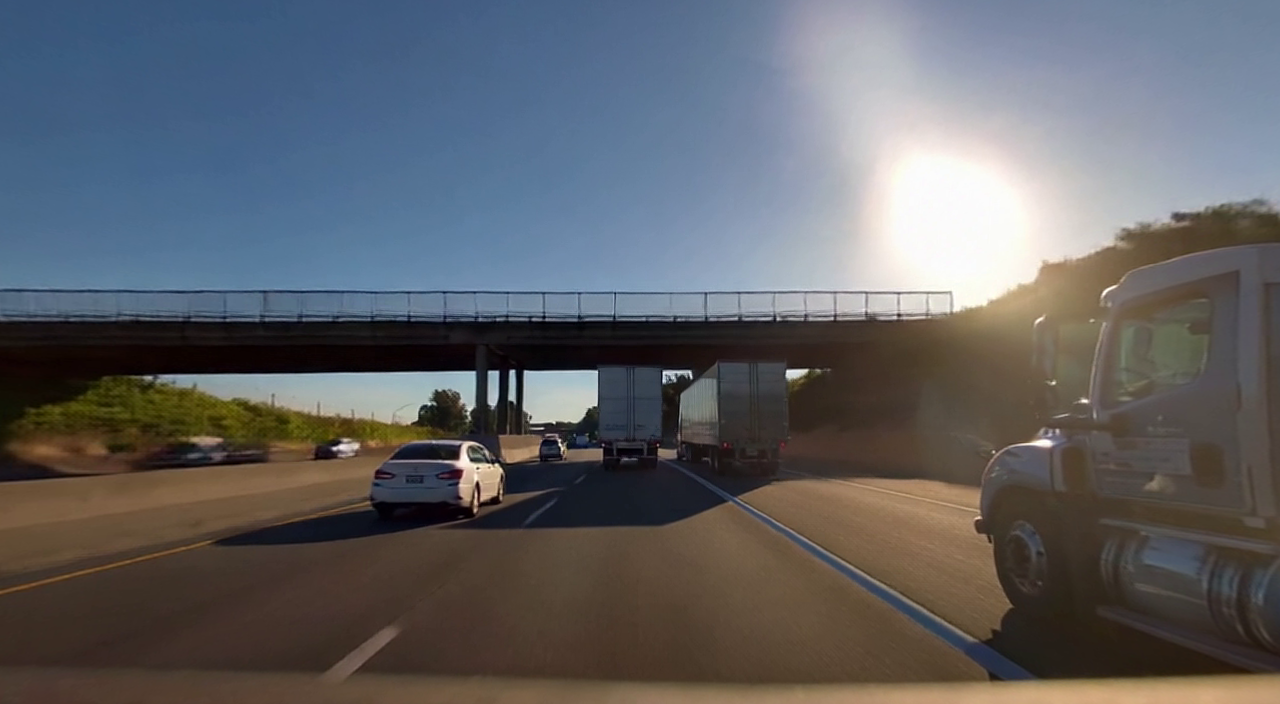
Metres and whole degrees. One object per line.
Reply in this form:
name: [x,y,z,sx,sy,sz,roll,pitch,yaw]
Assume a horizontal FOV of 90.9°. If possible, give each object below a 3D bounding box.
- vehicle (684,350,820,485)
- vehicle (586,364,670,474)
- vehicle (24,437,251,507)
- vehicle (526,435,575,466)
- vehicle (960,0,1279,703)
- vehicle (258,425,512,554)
vehicle: [3.639,2.652,24.015,2.817,3.886,11.491,0,-8,-1]
vehicle: [-0.510,3.183,28.685,3.090,4.065,10.702,0,-8,-1]
vehicle: [-12.155,2.877,15.764,2.017,1.482,4.496,0,-8,-1]
vehicle: [-4.533,5.005,32.346,2.049,1.483,3.786,0,-8,-2]
vehicle: [3.941,-0.369,1.470,3.074,3.896,5.910,0,-8,-1]
vehicle: [-3.387,1.884,9.562,1.894,1.460,4.662,0,-8,0]
